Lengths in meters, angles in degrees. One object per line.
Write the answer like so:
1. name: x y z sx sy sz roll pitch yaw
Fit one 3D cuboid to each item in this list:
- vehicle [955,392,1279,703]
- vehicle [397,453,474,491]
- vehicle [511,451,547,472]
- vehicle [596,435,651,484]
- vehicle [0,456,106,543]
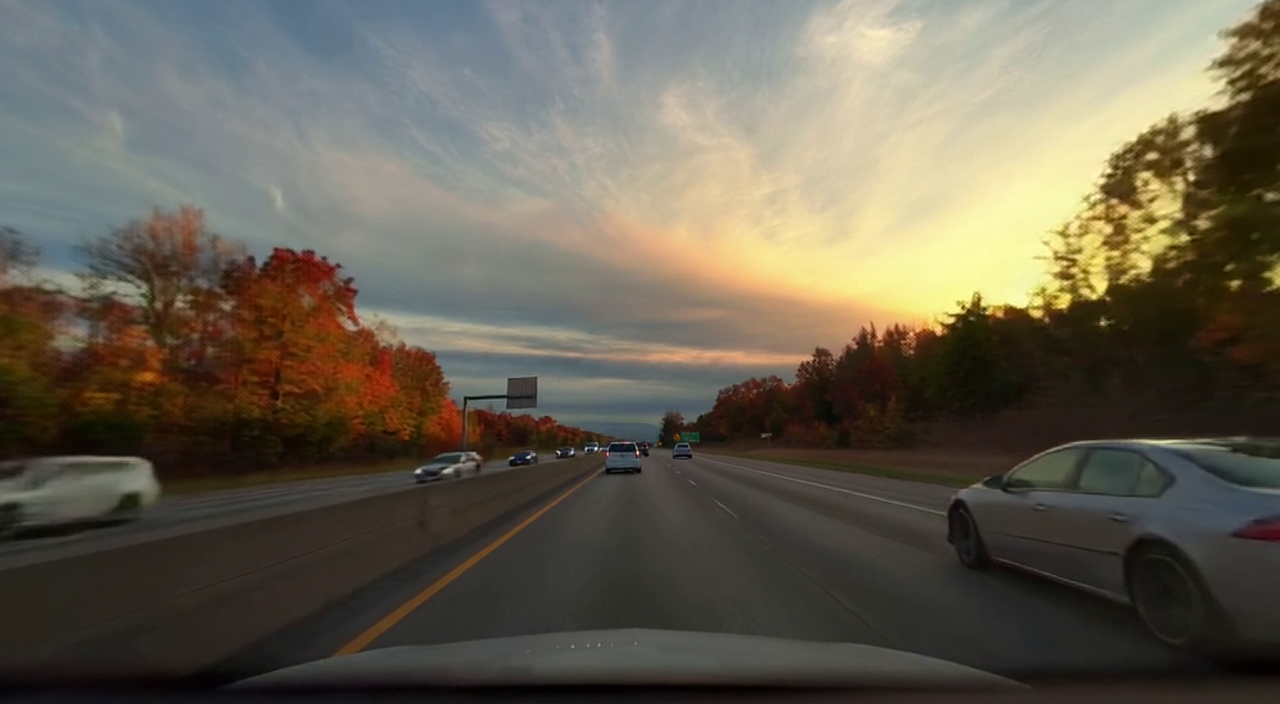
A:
1. vehicle: 3.952 1.055 3.715 1.843 1.505 4.339 0 -9 -1
2. vehicle: -9.046 5.316 28.137 1.960 1.514 4.307 0 -9 0
3. vehicle: -8.504 8.360 48.252 1.950 1.479 4.517 -1 -9 0
4. vehicle: -0.597 4.110 24.272 1.937 1.699 3.936 0 -9 0
5. vehicle: -13.117 2.860 12.101 1.914 1.600 4.188 0 -9 0
